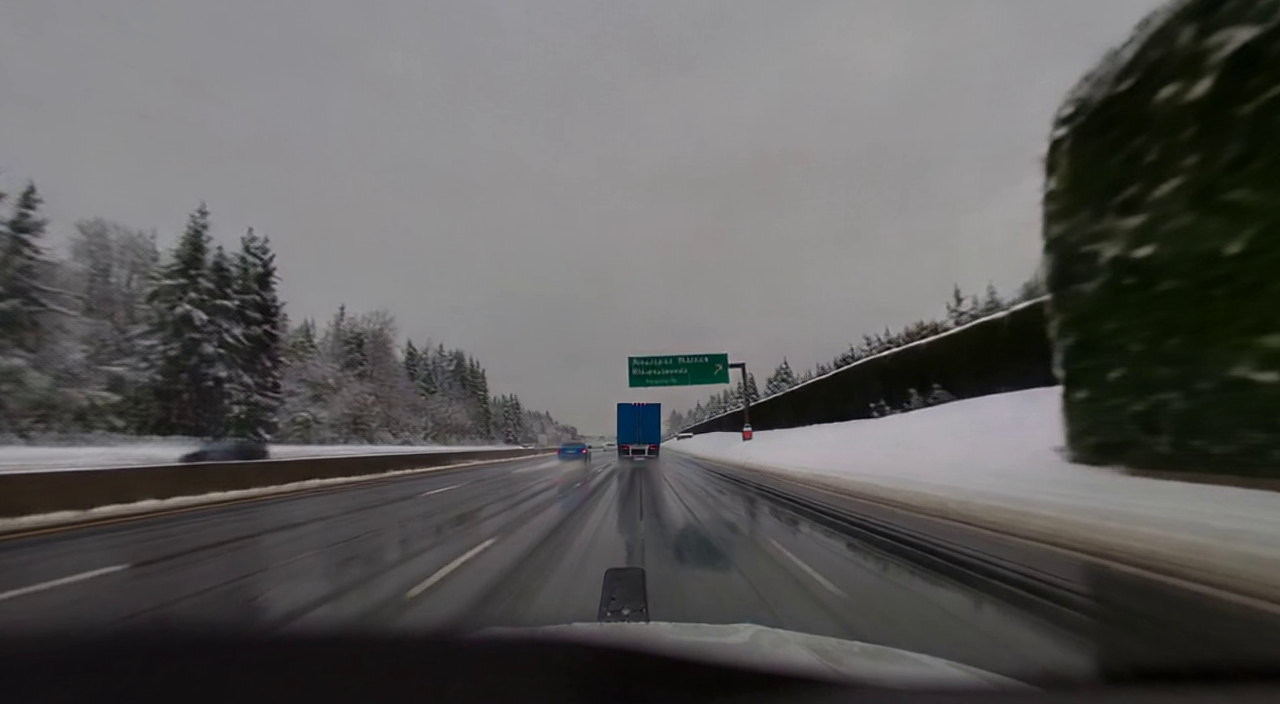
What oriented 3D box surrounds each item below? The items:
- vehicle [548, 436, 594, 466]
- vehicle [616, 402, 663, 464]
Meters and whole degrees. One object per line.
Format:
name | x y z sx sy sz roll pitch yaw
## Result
vehicle | -4.140 6.048 38.514 2.186 1.716 4.672 0 -8 0
vehicle | -0.130 6.485 49.417 3.078 4.031 16.069 0 -8 -1
